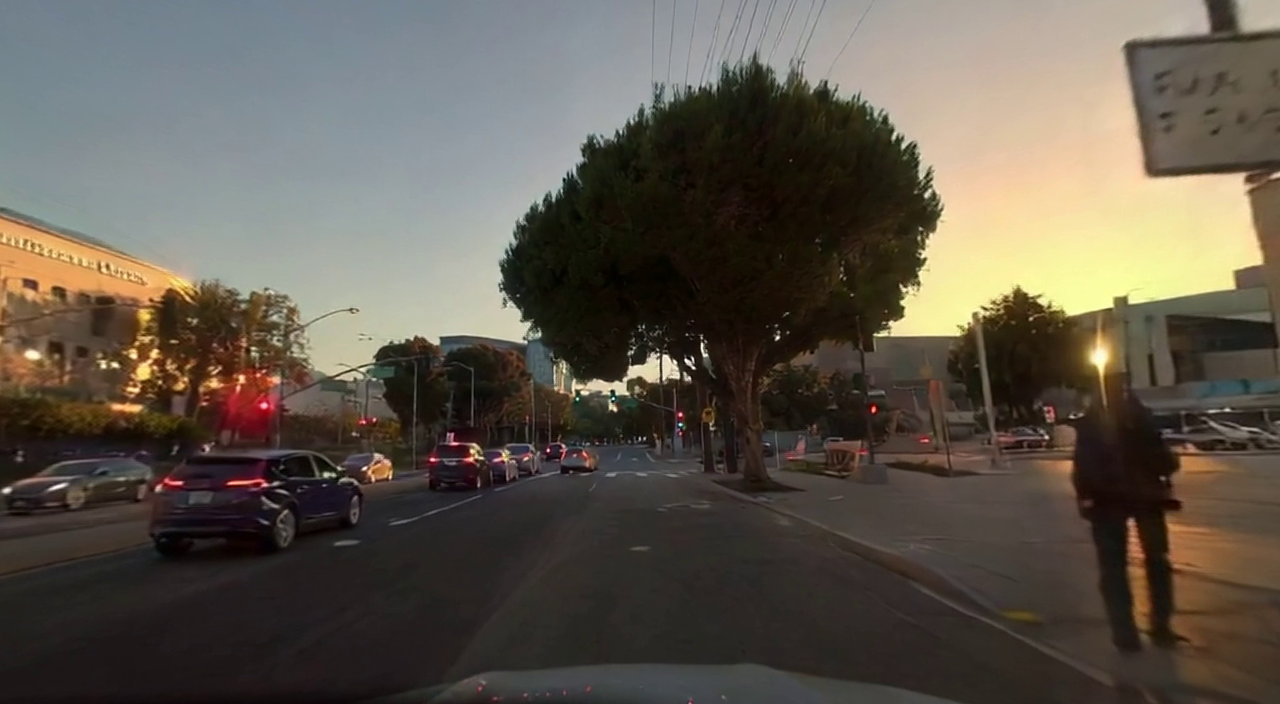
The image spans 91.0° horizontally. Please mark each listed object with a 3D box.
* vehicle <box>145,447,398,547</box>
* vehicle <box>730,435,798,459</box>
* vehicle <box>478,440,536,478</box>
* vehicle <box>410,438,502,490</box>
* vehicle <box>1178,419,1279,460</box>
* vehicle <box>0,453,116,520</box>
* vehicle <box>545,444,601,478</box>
[{"bbox_3d":[-6.459,2.539,11.861,1.960,1.479,4.654,0,-9,0],"label":"vehicle"},{"bbox_3d":[9.225,7.107,47.153,4.568,1.704,2.038,1,-9,-5],"label":"vehicle"},{"bbox_3d":[-6.211,5.034,29.854,1.954,1.644,4.290,0,-9,-2],"label":"vehicle"},{"bbox_3d":[-6.378,3.919,22.297,2.012,1.664,3.917,0,-9,1],"label":"vehicle"},{"bbox_3d":[24.978,3.661,26.267,1.690,1.559,3.521,1,-9,-5],"label":"vehicle"},{"bbox_3d":[-16.617,3.510,16.796,1.964,1.569,4.256,1,-9,-8],"label":"vehicle"},{"bbox_3d":[-3.074,5.106,29.876,2.147,1.472,4.406,0,-9,0],"label":"vehicle"}]
